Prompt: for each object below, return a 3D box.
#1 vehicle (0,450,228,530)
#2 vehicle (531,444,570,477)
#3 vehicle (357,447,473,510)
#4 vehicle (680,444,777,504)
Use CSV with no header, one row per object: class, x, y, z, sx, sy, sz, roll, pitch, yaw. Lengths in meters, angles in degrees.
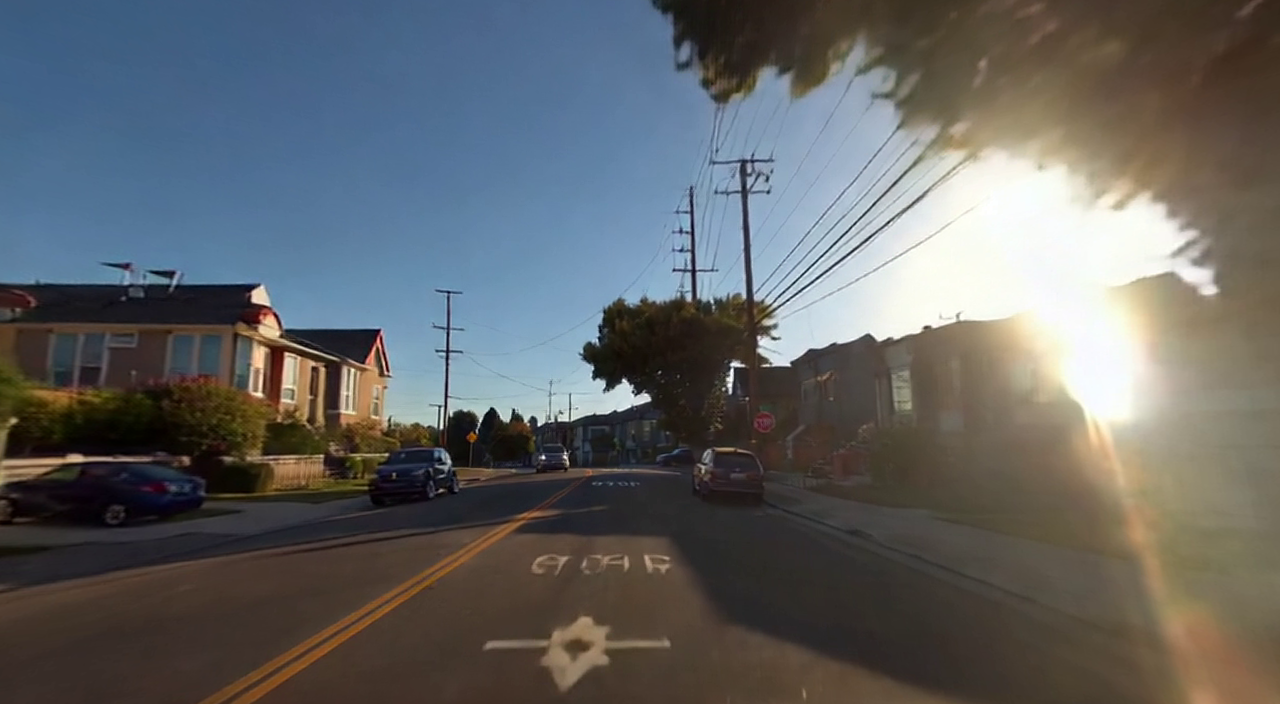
vehicle,-12.330,3.099,14.506,4.266,1.674,1.933,0,-9,-2
vehicle,-5.687,6.818,39.988,2.277,1.970,4.512,1,-9,-8
vehicle,-7.256,4.082,20.991,2.156,1.728,4.619,-2,-8,0
vehicle,2.397,3.469,18.398,2.080,1.531,4.415,0,-9,-1
